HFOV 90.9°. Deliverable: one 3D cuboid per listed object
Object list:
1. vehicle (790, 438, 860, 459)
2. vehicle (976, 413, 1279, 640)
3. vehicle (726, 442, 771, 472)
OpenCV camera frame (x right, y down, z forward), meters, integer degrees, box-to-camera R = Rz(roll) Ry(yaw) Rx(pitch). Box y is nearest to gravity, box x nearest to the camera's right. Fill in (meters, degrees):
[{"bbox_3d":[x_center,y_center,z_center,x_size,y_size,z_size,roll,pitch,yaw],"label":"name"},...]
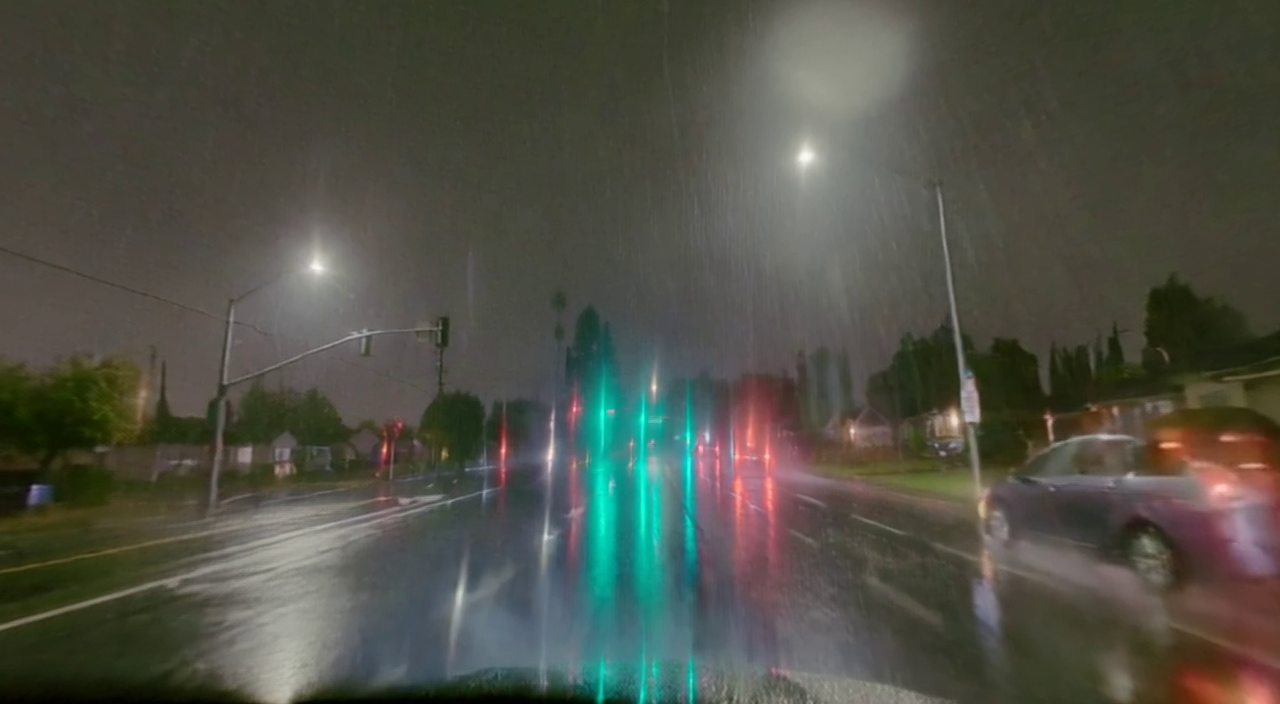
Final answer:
[{"bbox_3d":[13.175,6.872,45.084,4.461,1.461,1.805,0,-8,0],"label":"vehicle"},{"bbox_3d":[5.490,1.509,6.415,1.950,1.567,4.083,0,-8,2],"label":"vehicle"},{"bbox_3d":[5.947,5.797,35.089,1.855,1.520,4.808,0,-8,2],"label":"vehicle"}]
